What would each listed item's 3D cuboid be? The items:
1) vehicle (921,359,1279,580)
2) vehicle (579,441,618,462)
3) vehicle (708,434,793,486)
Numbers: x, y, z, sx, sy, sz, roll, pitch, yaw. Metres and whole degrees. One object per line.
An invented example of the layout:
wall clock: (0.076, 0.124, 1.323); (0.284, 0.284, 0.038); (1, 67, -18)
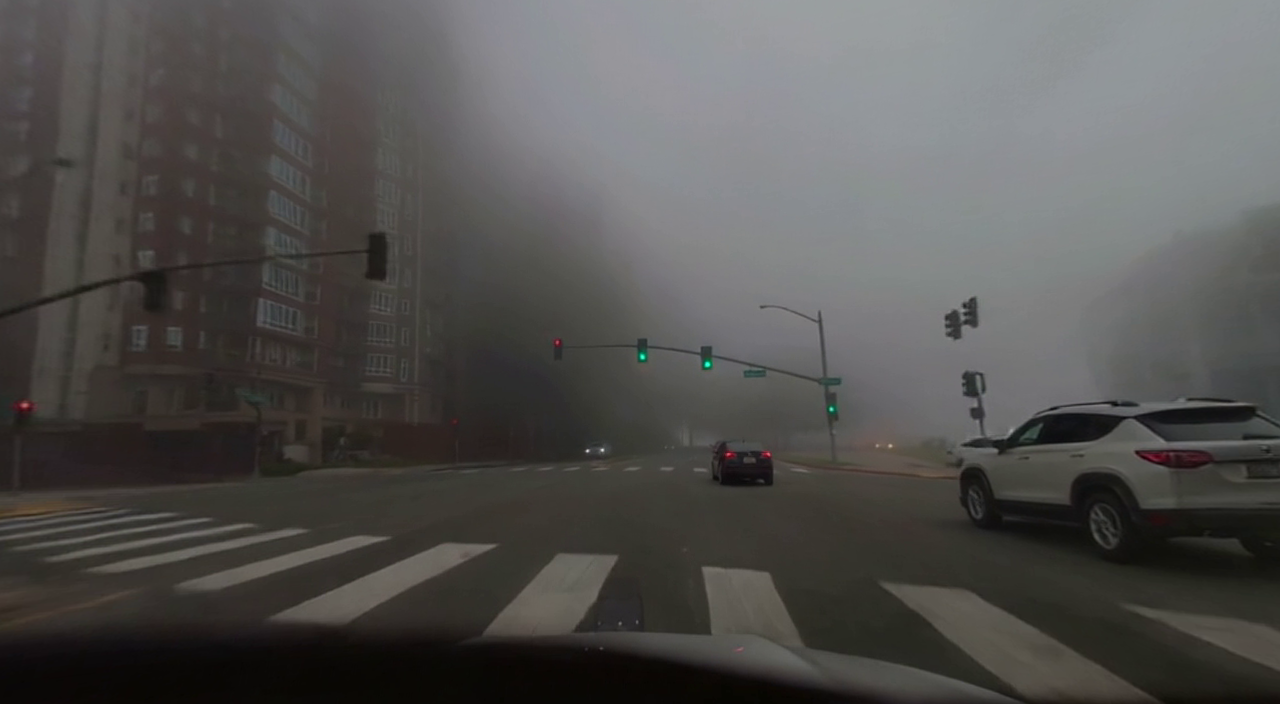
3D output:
vehicle: (6.431, 1.495, 8.736); (2.427, 2.017, 5.763); (0, -8, 0)
vehicle: (-3.016, 7.384, 47.035); (2.032, 1.484, 4.437); (-1, -8, 8)
vehicle: (3.432, 3.455, 20.484); (2.003, 1.480, 4.494); (0, -8, 1)
